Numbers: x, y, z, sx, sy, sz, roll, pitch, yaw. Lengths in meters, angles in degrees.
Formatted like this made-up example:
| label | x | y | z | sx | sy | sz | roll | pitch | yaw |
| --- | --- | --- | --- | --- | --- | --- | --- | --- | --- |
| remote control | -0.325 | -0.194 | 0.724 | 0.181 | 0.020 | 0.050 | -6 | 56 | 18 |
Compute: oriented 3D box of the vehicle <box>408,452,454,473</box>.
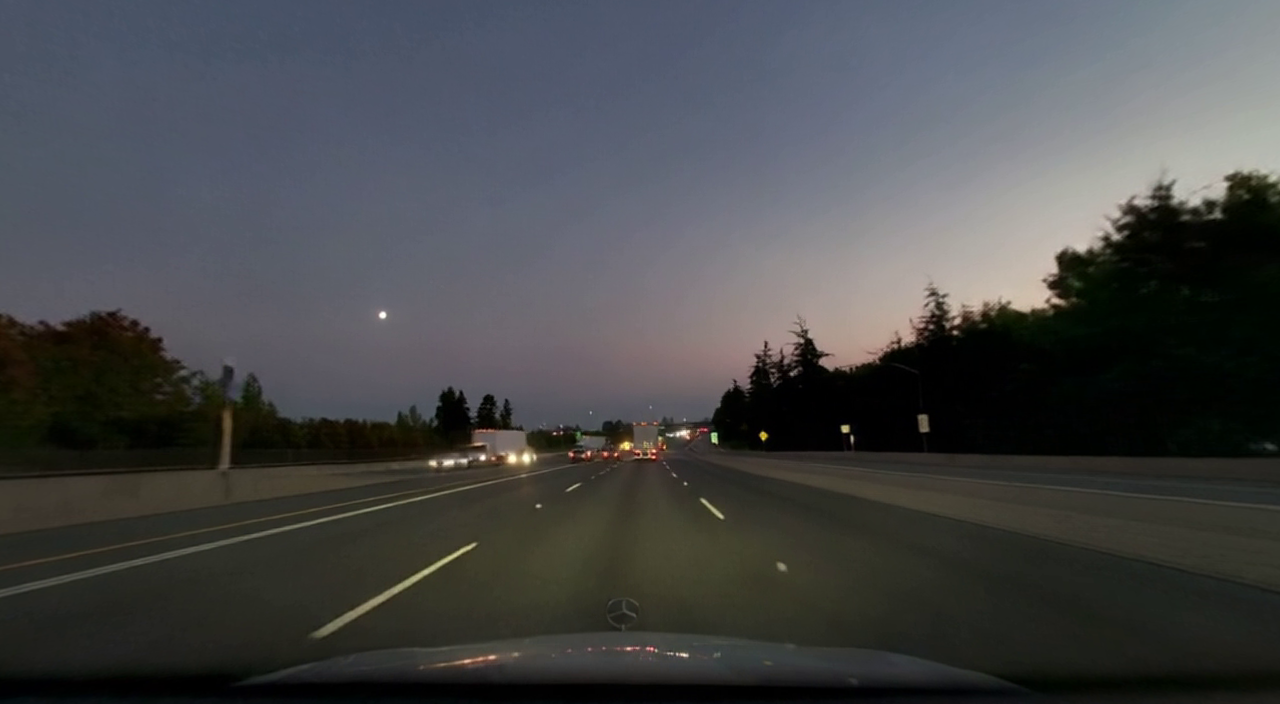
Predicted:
| label | x | y | z | sx | sy | sz | roll | pitch | yaw |
| --- | --- | --- | --- | --- | --- | --- | --- | --- | --- |
| vehicle | -15.907 | 8.409 | 48.262 | 1.845 | 1.469 | 4.318 | -1 | -8 | 3 |
